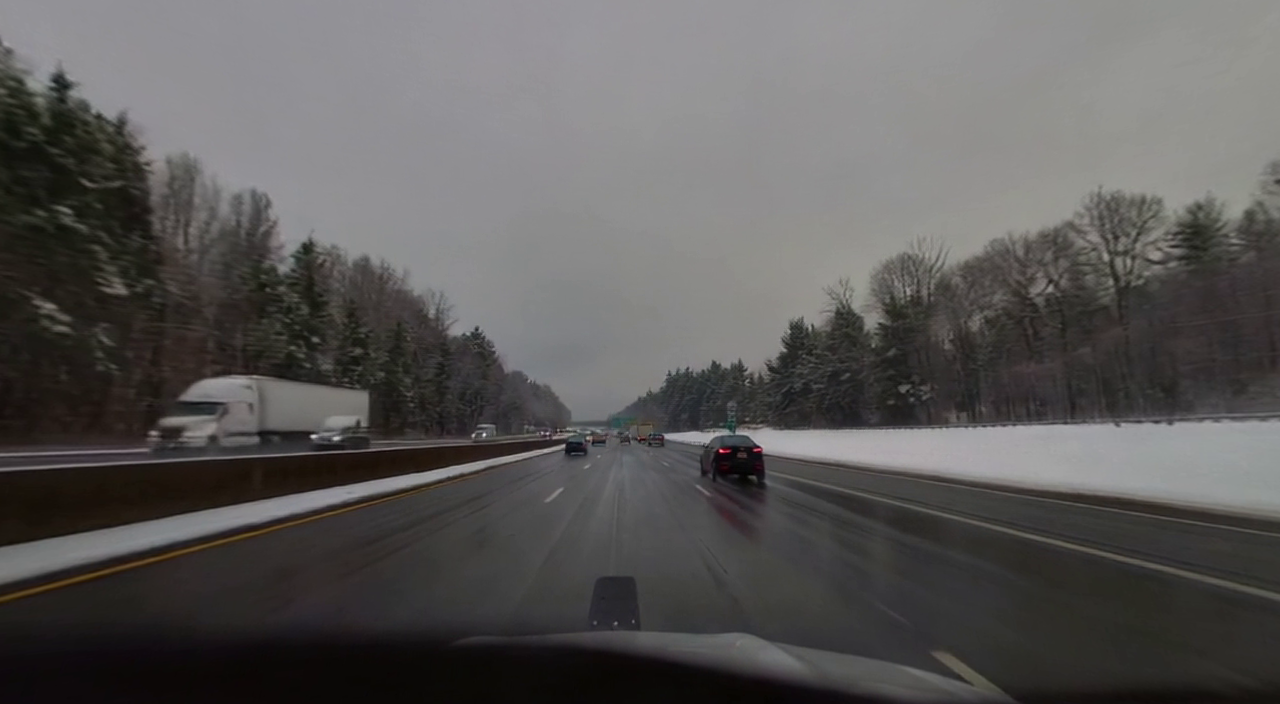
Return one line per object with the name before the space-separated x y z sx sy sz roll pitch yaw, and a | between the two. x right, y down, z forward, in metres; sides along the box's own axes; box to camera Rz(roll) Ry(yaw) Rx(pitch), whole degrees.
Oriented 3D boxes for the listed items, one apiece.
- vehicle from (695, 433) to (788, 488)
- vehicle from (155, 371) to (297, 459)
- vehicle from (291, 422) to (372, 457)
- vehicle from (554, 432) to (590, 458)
vehicle | 2.921 3.207 19.040 1.990 1.480 3.865 0 -8 -3
vehicle | -20.362 3.235 31.540 2.956 3.974 5.969 0 -8 -1
vehicle | -16.624 4.737 34.315 2.013 1.733 4.867 0 -8 -1
vehicle | -4.587 6.308 43.044 2.011 1.614 4.808 0 -8 -1
